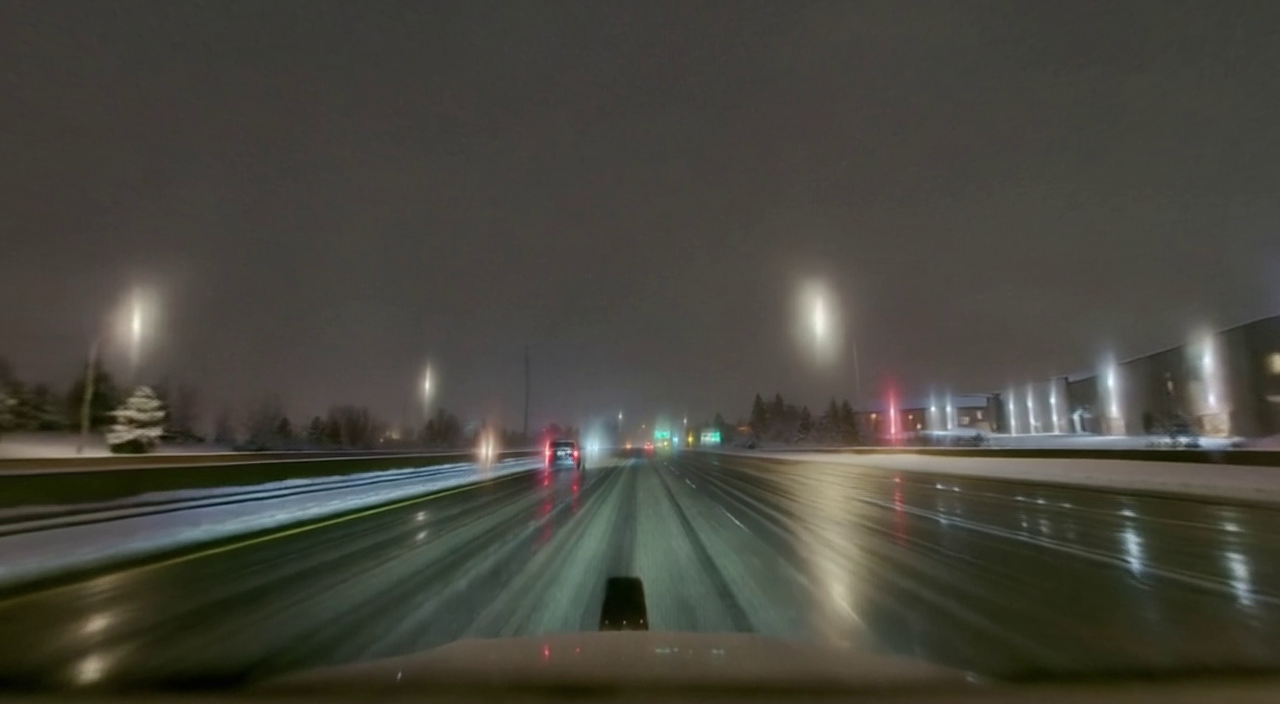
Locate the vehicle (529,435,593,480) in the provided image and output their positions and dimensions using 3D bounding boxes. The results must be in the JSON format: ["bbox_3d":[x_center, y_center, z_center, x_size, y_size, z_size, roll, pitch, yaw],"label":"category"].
[{"bbox_3d":[-3.237,4.414,26.690,2.072,1.706,4.359,0,-8,1],"label":"vehicle"}]
